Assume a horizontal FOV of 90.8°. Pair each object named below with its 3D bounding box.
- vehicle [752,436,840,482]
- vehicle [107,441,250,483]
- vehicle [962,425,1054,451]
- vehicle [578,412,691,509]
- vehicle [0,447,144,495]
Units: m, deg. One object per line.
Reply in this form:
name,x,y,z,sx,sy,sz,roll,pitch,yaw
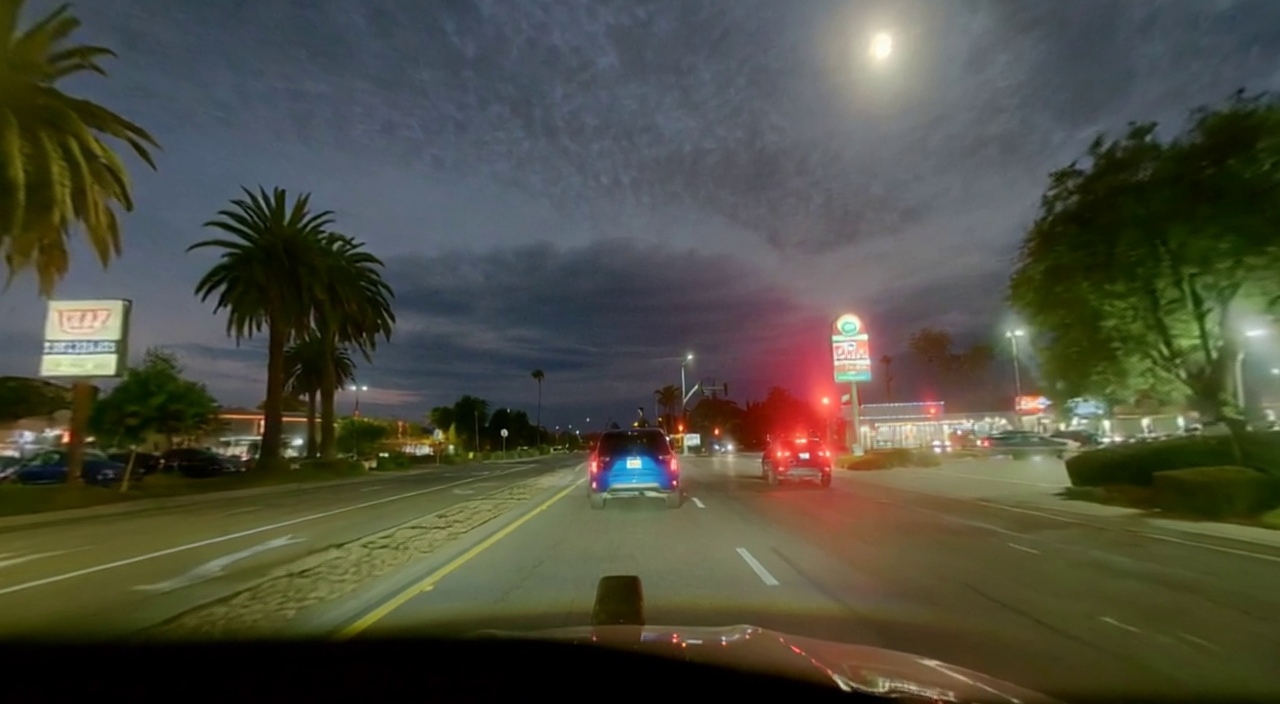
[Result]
vehicle,5.798,4.041,24.140,2.086,1.560,4.542,0,-9,-2
vehicle,-19.319,4.609,26.578,4.510,1.682,1.902,0,-9,2
vehicle,26.915,6.348,46.390,5.390,1.773,2.119,-3,-9,16
vehicle,-0.296,2.542,15.144,2.263,1.932,4.709,1,-9,-5
vehicle,-19.638,3.961,21.201,4.370,1.504,1.864,0,-9,2
